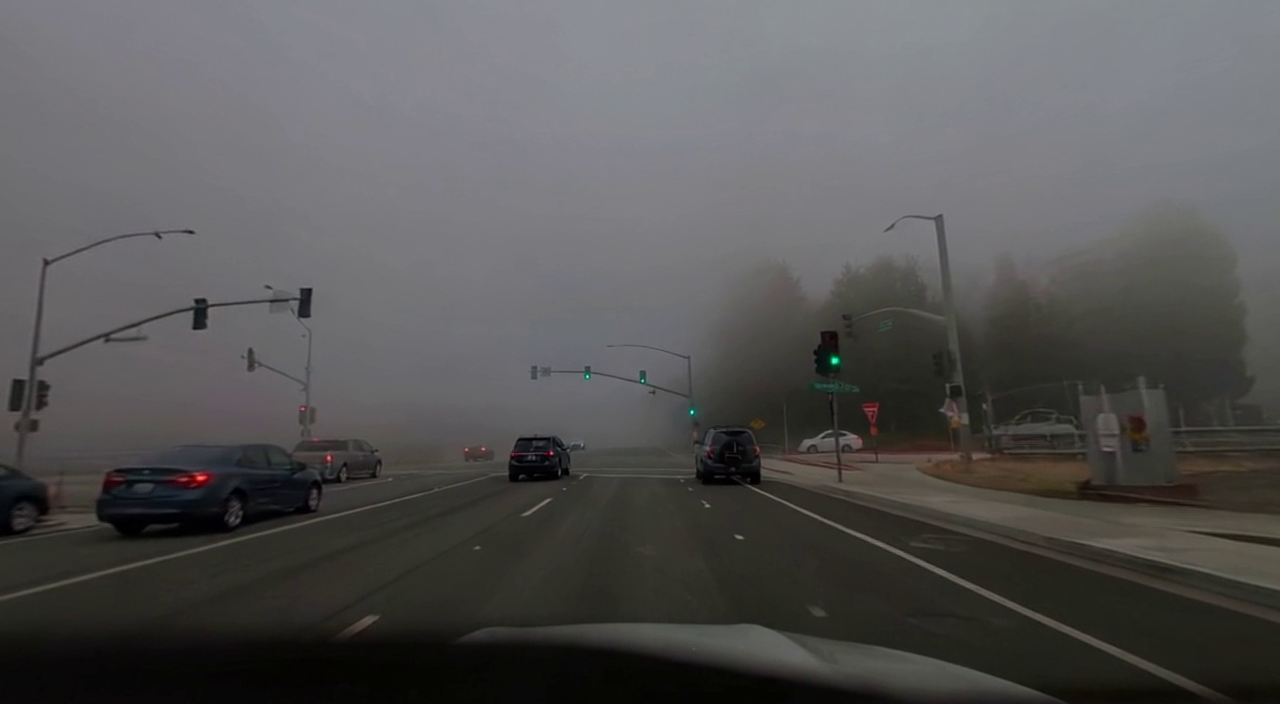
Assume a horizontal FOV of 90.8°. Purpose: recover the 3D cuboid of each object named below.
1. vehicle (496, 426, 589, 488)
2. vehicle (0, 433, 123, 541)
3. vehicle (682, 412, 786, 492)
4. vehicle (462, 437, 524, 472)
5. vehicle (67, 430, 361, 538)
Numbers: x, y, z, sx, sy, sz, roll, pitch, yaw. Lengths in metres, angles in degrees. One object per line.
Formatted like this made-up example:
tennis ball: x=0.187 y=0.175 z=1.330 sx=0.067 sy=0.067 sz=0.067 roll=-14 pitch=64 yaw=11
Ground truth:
vehicle: x=-2.821 y=3.144 z=19.200 sx=2.121 sy=1.654 sz=3.993 roll=0 pitch=-8 yaw=1
vehicle: x=-9.864 y=1.860 z=8.605 sx=1.874 sy=1.492 sz=4.475 roll=0 pitch=-8 yaw=0
vehicle: x=2.336 y=2.638 z=16.901 sx=2.197 sy=1.835 sz=4.316 roll=0 pitch=-8 yaw=1
vehicle: x=-6.662 y=4.686 z=29.076 sx=1.993 sy=1.492 sz=3.666 roll=0 pitch=-8 yaw=0
vehicle: x=-7.015 y=2.191 z=11.224 sx=1.928 sy=1.488 sz=4.635 roll=0 pitch=-8 yaw=1
